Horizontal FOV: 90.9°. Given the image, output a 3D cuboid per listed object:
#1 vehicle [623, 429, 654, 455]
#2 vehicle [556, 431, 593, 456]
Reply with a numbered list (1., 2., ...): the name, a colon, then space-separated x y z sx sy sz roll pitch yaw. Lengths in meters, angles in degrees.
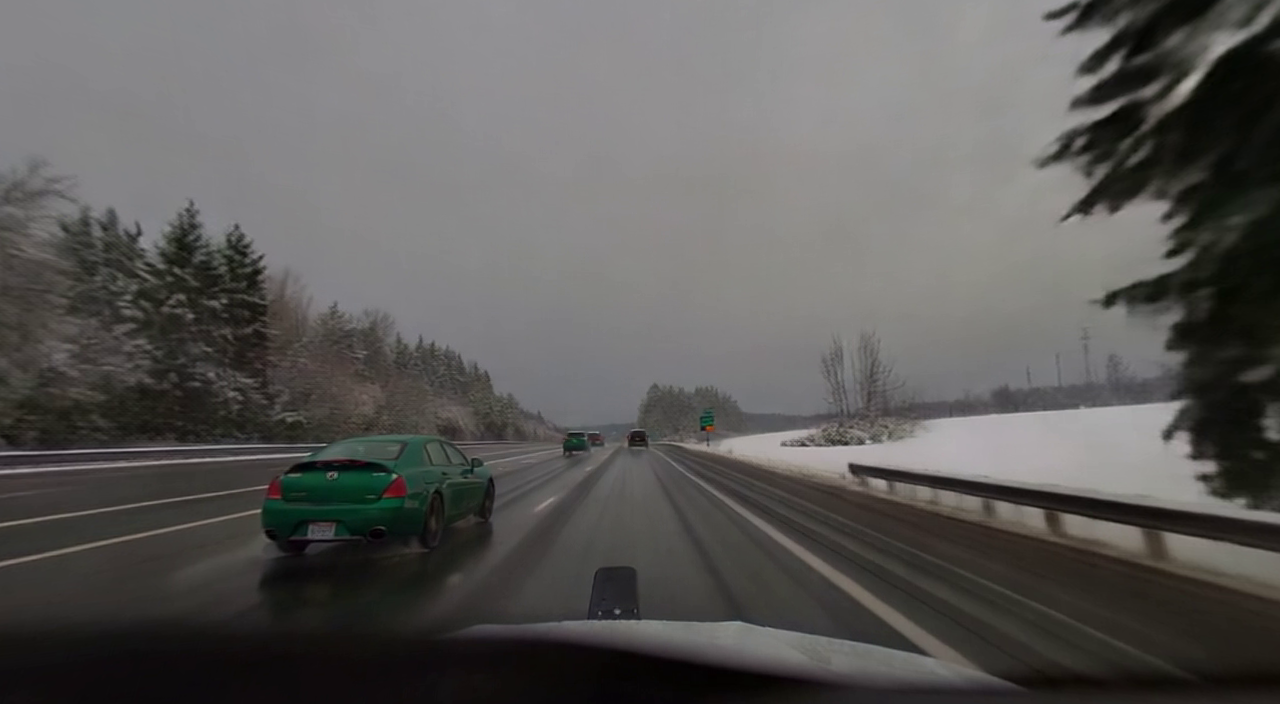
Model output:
1. vehicle: -0.129 6.555 45.890 2.170 1.790 4.490 0 -8 0
2. vehicle: -4.380 6.159 42.478 2.055 1.610 4.116 0 -8 0
